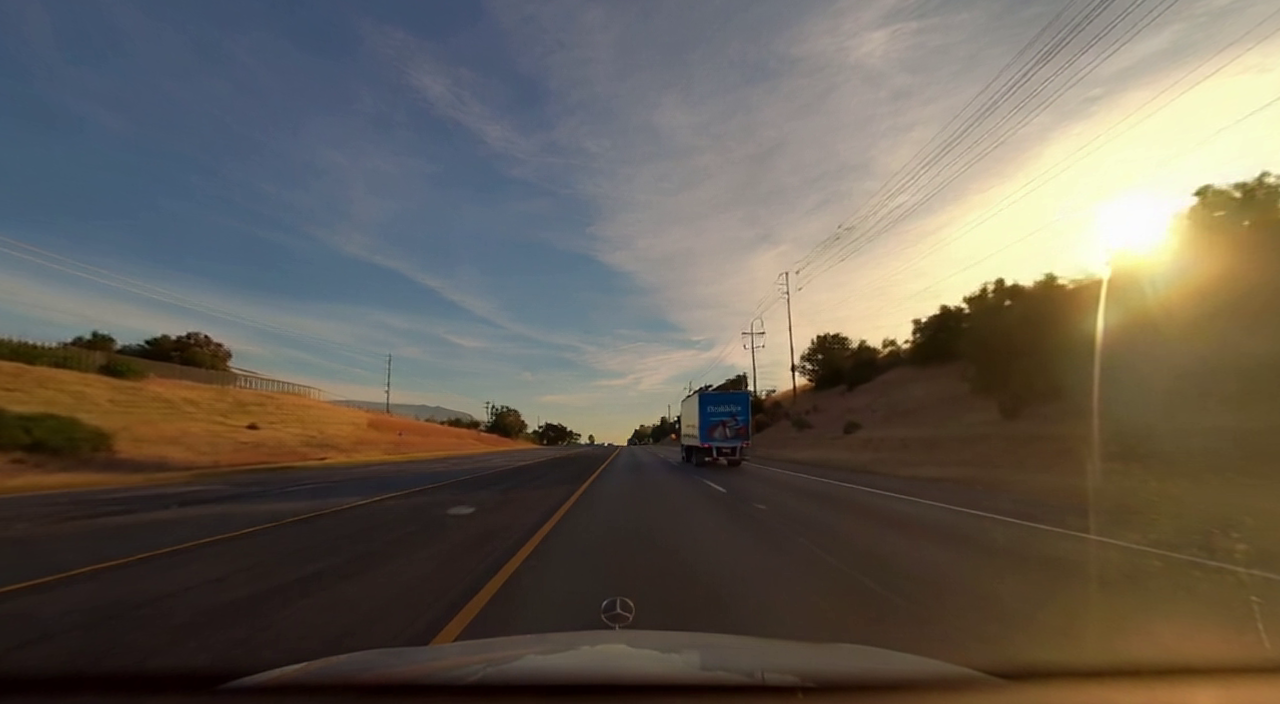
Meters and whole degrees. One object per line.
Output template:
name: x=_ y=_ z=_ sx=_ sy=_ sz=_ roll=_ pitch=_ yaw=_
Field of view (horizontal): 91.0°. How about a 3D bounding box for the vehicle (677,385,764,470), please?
vehicle: x=3.783 y=3.948 z=32.242 sx=3.037 sy=3.672 sz=9.136 roll=0 pitch=-8 yaw=-1
